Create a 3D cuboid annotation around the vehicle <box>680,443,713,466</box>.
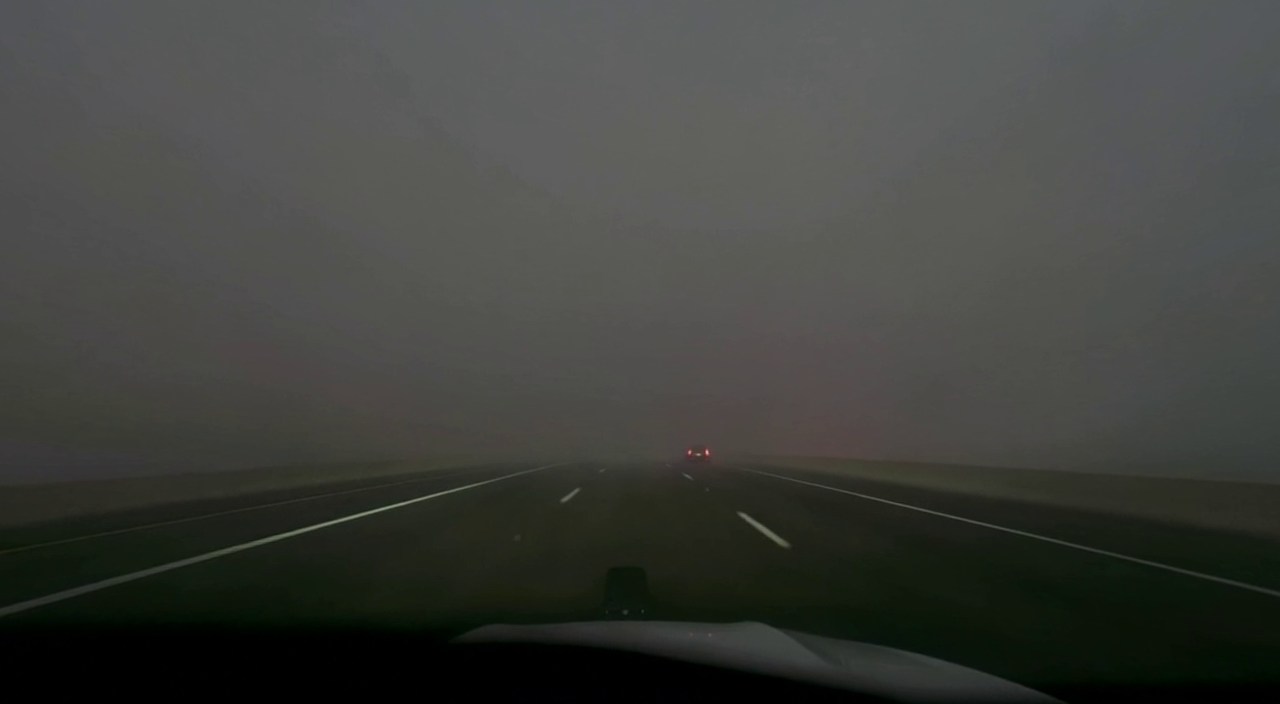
[{"bbox_3d":[4.079,7.419,45.826,2.003,1.520,4.058,0,-8,0],"label":"vehicle"}]
